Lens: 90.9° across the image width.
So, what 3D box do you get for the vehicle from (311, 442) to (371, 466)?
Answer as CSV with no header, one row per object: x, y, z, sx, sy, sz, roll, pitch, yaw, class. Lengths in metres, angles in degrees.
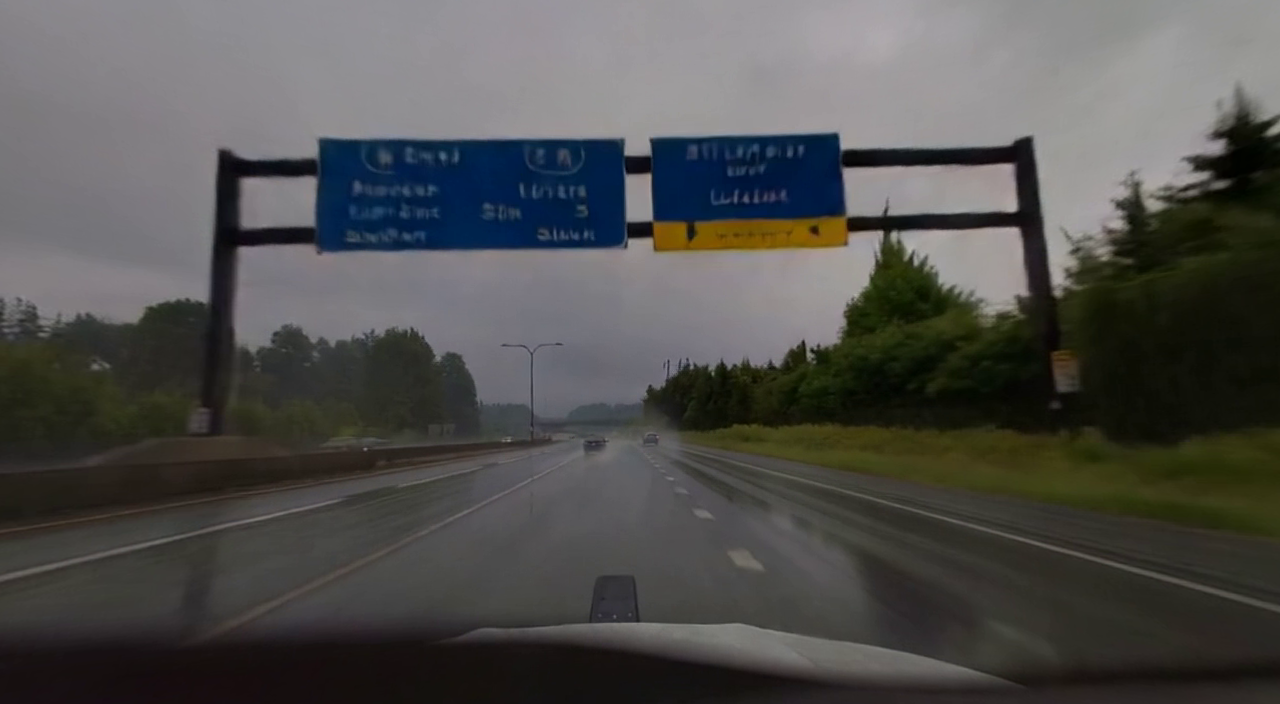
-20.343,6.927,43.097,2.002,1.484,4.481,0,-8,-1,vehicle

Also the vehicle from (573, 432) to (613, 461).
-2.516,5.183,34.720,2.000,1.491,3.913,0,-8,-2,vehicle

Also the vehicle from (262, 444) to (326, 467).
-23.830,7.134,43.612,1.960,1.441,4.473,0,-8,-1,vehicle
